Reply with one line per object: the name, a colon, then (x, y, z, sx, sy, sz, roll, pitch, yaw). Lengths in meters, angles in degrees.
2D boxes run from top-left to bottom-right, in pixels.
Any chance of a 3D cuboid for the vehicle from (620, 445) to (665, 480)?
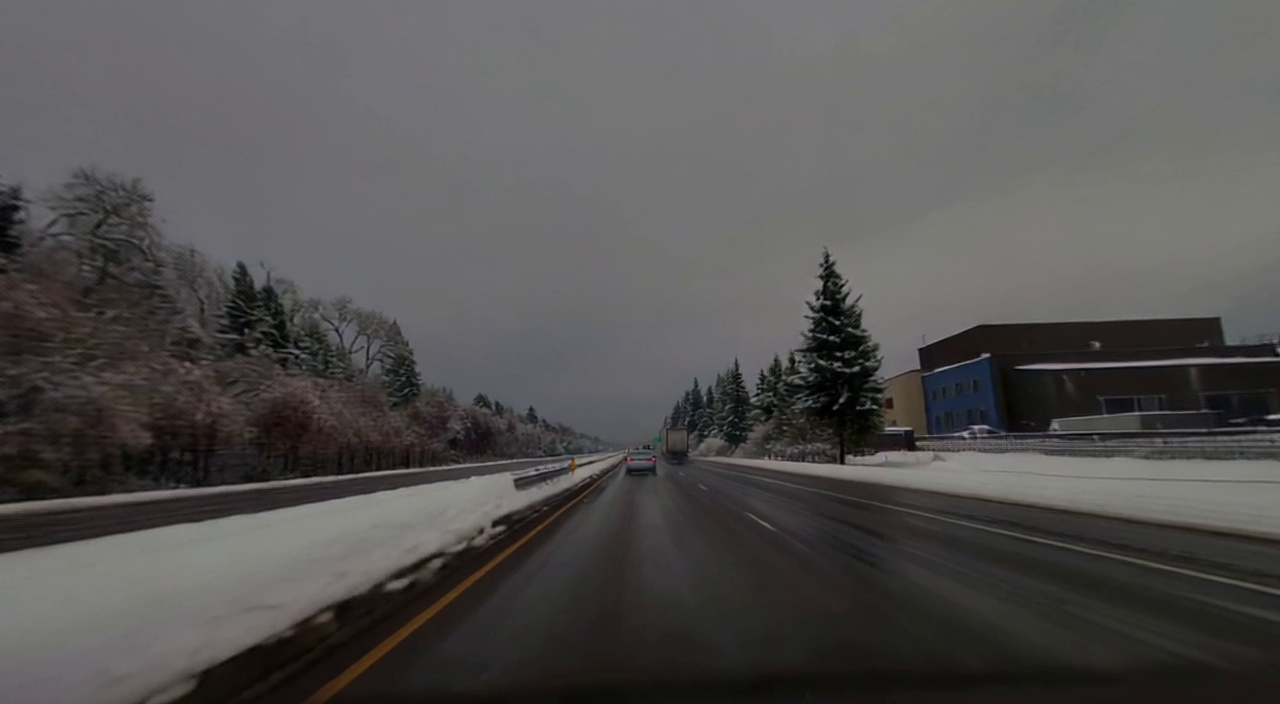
vehicle: (0.103, 5.296, 30.416, 2.045, 1.527, 4.023, 0, -9, 0)
